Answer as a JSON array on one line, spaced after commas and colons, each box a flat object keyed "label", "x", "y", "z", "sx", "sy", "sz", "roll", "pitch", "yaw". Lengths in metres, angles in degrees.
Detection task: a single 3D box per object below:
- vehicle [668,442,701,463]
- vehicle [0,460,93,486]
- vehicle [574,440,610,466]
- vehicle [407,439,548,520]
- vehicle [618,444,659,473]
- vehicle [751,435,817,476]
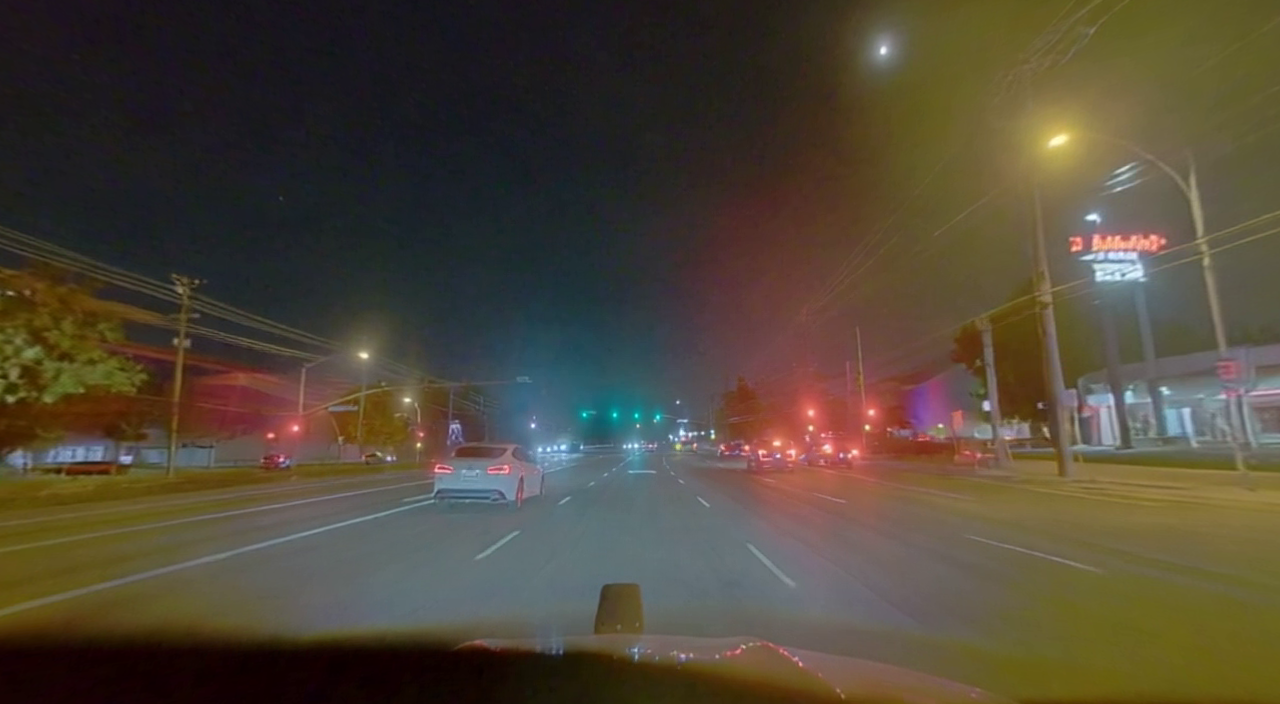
[{"label": "vehicle", "x": 3.260, "y": 7.454, "z": 47.035, "sx": 1.987, "sy": 1.515, "sz": 4.521, "roll": 0, "pitch": -8, "yaw": -1}, {"label": "vehicle", "x": -40.171, "y": 8.171, "z": 42.730, "sx": 4.488, "sy": 1.463, "sz": 1.905, "roll": -2, "pitch": -8, "yaw": -4}, {"label": "vehicle", "x": -3.277, "y": 7.044, "z": 44.075, "sx": 2.033, "sy": 1.714, "sz": 4.278, "roll": 0, "pitch": -8, "yaw": 1}, {"label": "vehicle", "x": -3.289, "y": 2.653, "z": 13.733, "sx": 1.837, "sy": 1.463, "sz": 4.311, "roll": 0, "pitch": -8, "yaw": 1}, {"label": "vehicle", "x": -0.043, "y": 5.761, "z": 34.375, "sx": 2.098, "sy": 1.431, "sz": 3.958, "roll": 0, "pitch": -8, "yaw": 1}, {"label": "vehicle", "x": 6.568, "y": 4.745, "z": 29.214, "sx": 1.945, "sy": 1.706, "sz": 4.190, "roll": 0, "pitch": -8, "yaw": -2}]
